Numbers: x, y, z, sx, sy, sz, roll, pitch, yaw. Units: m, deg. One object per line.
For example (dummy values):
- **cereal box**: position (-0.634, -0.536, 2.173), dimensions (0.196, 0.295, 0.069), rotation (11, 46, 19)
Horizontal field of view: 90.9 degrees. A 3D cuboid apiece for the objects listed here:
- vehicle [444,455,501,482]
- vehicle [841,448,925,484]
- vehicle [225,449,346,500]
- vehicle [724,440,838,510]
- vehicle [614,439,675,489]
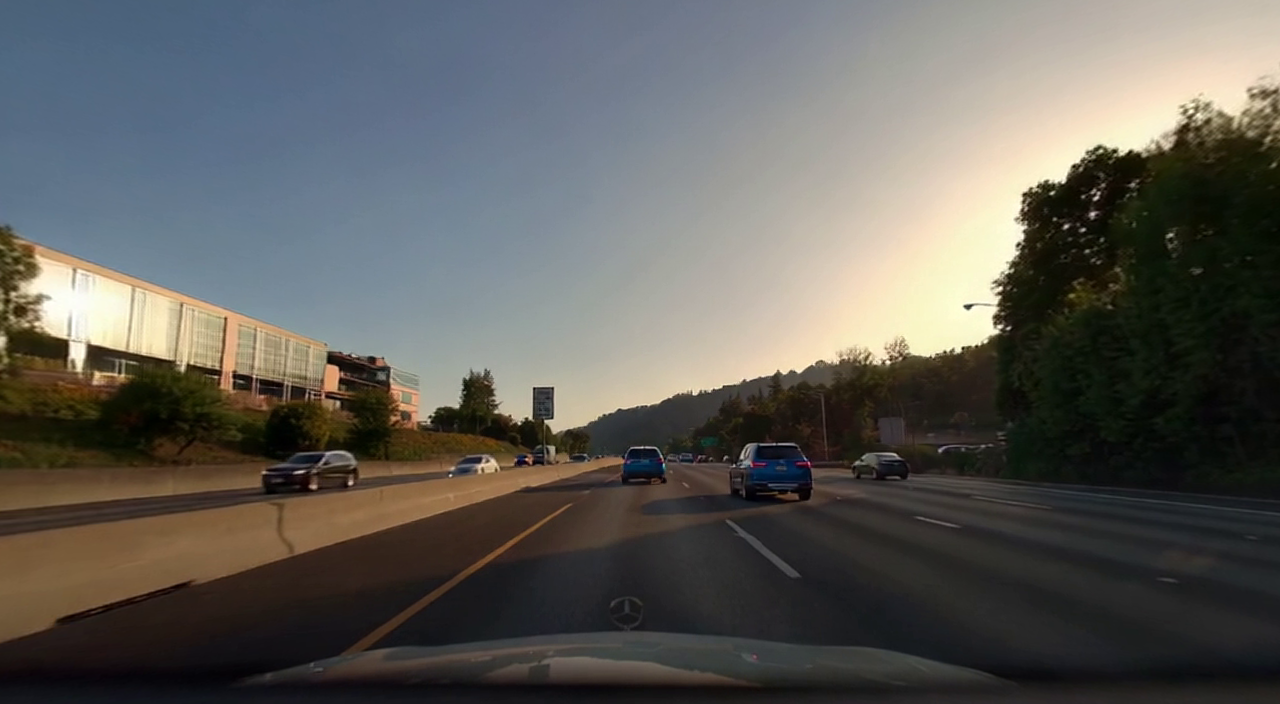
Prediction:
- **vehicle**: position (-10.237, 7.161, 38.970), dimensions (2.146, 1.479, 4.671), rotation (0, -8, 1)
- **vehicle**: position (11.165, 5.234, 29.427), dimensions (1.985, 1.503, 4.842), rotation (0, -8, 0)
- **vehicle**: position (-14.544, 5.006, 26.327), dimensions (2.018, 1.887, 5.108), rotation (0, -8, 1)
- **vehicle**: position (3.554, 3.176, 16.762), dimensions (2.042, 1.592, 4.047), rotation (0, -8, -1)
- **vehicle**: position (0.185, 4.537, 26.005), dimensions (2.290, 1.862, 4.454), rotation (0, -8, 1)
